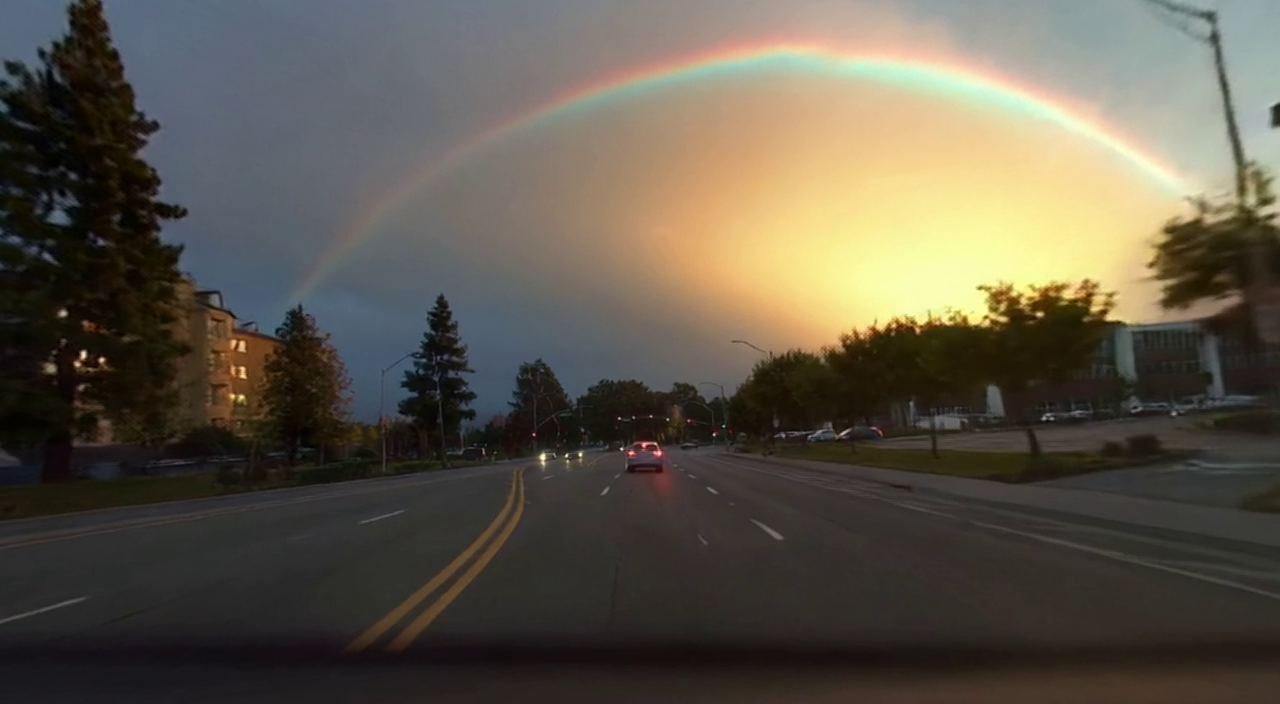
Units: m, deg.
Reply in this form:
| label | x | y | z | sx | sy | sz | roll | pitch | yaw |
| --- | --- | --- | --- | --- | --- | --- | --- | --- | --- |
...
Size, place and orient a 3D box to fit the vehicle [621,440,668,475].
| label | x | y | z | sx | sy | sz | roll | pitch | yaw |
| --- | --- | --- | --- | --- | --- | --- | --- | --- | --- |
| vehicle | 0.223 | 5.255 | 31.649 | 2.181 | 1.639 | 4.127 | 0 | -9 | 0 |
